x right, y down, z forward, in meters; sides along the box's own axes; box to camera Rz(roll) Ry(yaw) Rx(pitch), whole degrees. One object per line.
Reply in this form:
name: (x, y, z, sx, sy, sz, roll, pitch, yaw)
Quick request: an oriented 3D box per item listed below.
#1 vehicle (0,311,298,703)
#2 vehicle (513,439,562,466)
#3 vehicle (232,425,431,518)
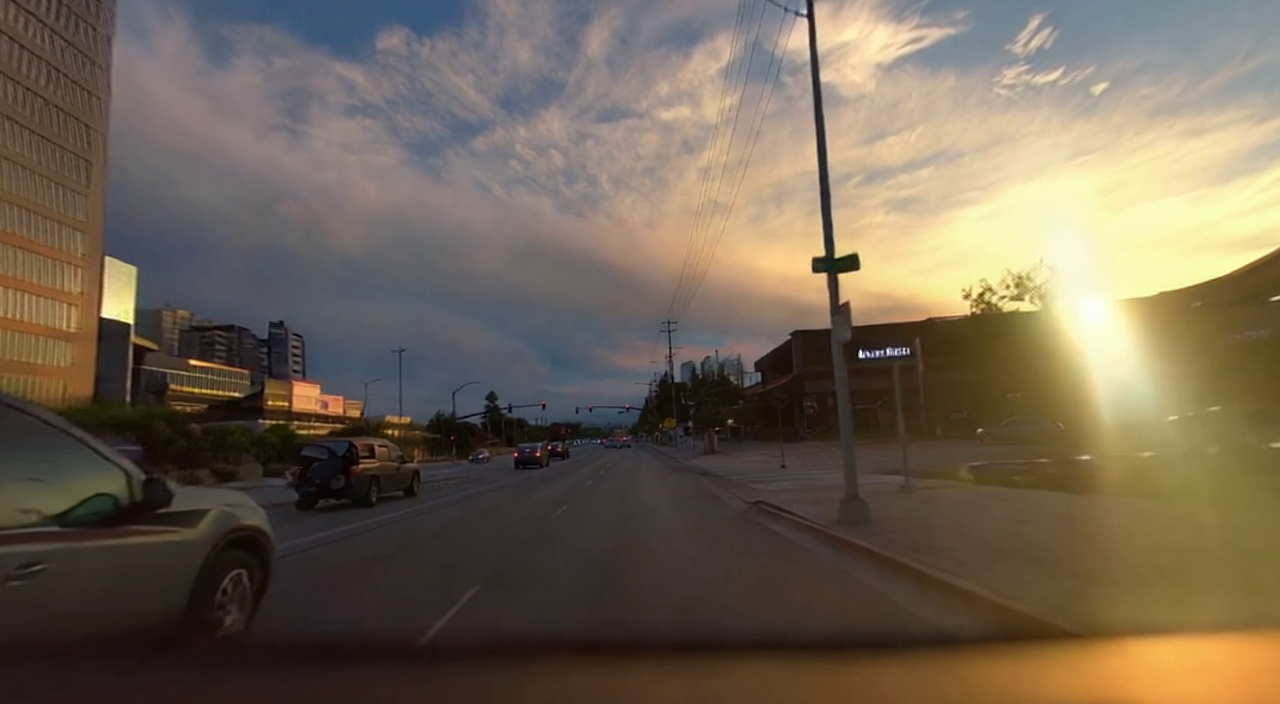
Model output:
vehicle: (-3.262, 0.642, 1.400, 2.277, 1.743, 4.893, 0, -8, -1)
vehicle: (-5.951, 5.893, 37.078, 2.030, 1.488, 4.650, 0, -8, 1)
vehicle: (-6.493, 2.566, 14.060, 2.007, 1.698, 4.759, 0, -8, 0)
